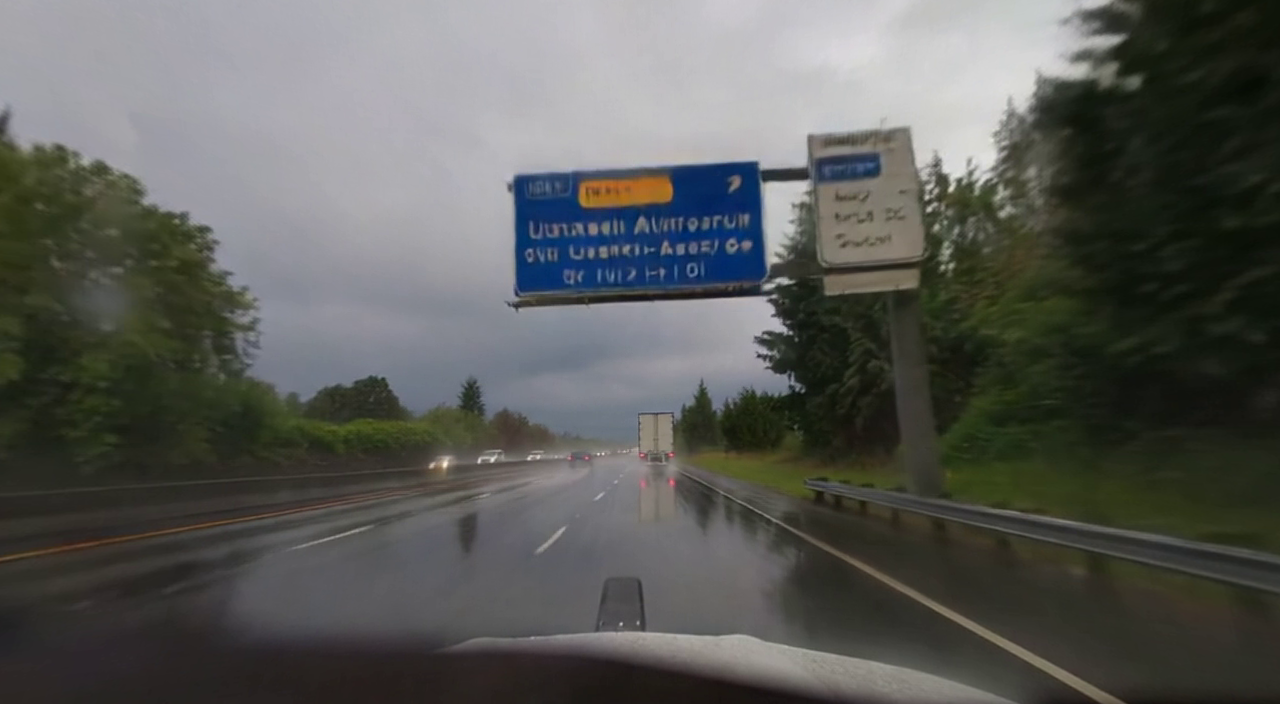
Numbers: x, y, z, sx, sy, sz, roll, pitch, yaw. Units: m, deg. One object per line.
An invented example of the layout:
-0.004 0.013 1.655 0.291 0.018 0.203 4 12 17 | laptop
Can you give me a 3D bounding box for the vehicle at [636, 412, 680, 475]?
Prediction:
1.206 7.138 48.308 2.901 4.032 14.338 0 -9 0 | vehicle
